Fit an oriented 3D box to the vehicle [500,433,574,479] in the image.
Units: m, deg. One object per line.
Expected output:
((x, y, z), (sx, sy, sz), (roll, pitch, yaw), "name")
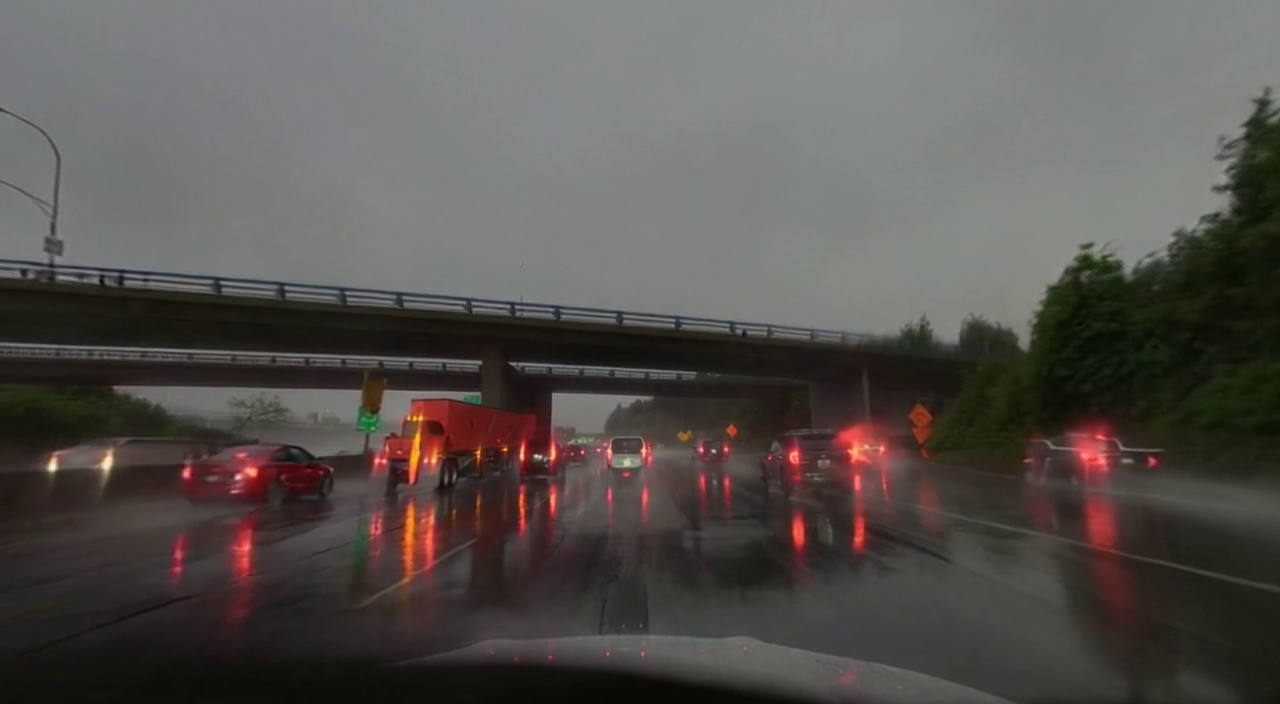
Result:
((-3.985, 4.114, 25.157), (2.124, 1.639, 4.344), (0, -8, 2), "vehicle")

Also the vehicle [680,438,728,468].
((3.296, 5.322, 33.264), (2.003, 1.465, 4.092), (0, -8, -1), "vehicle")

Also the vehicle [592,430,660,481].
((-0.470, 3.795, 23.343), (2.270, 1.696, 4.061), (0, -8, 0), "vehicle")

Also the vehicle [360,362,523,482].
((-7.452, 3.041, 25.914), (2.959, 3.886, 10.574), (-1, -8, 2), "vehicle")

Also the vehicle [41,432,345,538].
((-7.486, 2.244, 11.390), (1.948, 1.494, 4.749), (0, -8, 1), "vehicle")
